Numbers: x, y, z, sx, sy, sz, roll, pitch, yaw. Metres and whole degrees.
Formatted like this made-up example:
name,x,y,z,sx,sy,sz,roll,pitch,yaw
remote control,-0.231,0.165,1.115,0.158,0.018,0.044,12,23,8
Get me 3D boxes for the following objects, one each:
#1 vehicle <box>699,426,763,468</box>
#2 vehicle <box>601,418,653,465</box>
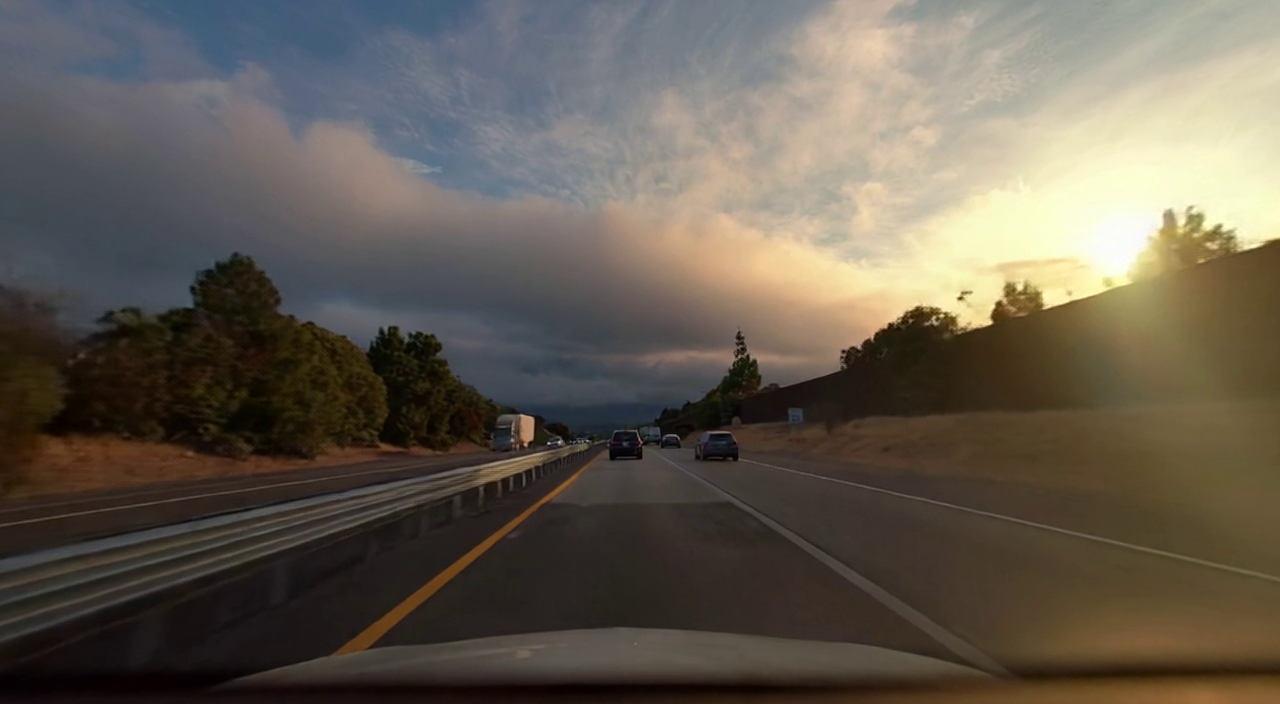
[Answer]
name,x,y,z,sx,sy,sz,roll,pitch,yaw
vehicle,3.756,3.980,26.660,1.981,1.606,3.956,0,-8,-2
vehicle,-0.640,4.235,29.864,2.270,2.044,4.633,0,-8,-2
